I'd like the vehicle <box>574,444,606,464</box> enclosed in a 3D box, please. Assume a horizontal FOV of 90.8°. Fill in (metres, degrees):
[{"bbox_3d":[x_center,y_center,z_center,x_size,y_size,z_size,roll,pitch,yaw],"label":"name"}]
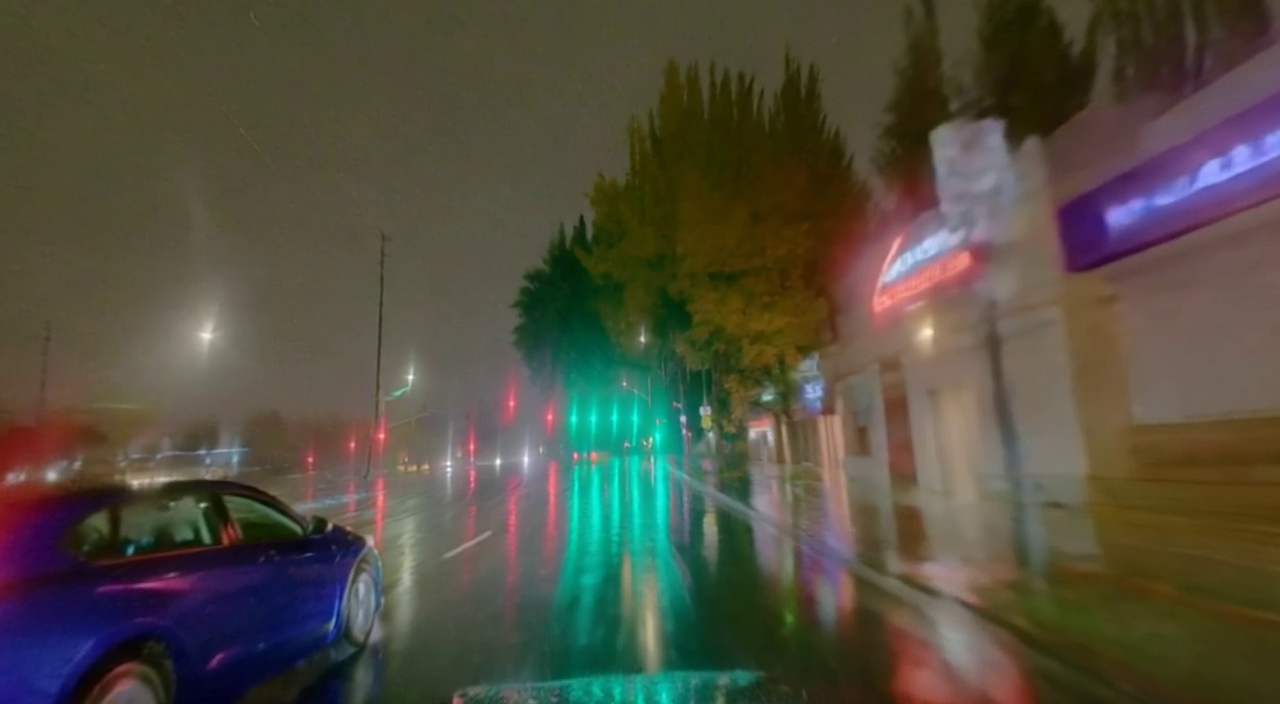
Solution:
[{"bbox_3d":[-3.813,7.874,48.885,2.054,1.449,4.772,0,-8,1],"label":"vehicle"}]
